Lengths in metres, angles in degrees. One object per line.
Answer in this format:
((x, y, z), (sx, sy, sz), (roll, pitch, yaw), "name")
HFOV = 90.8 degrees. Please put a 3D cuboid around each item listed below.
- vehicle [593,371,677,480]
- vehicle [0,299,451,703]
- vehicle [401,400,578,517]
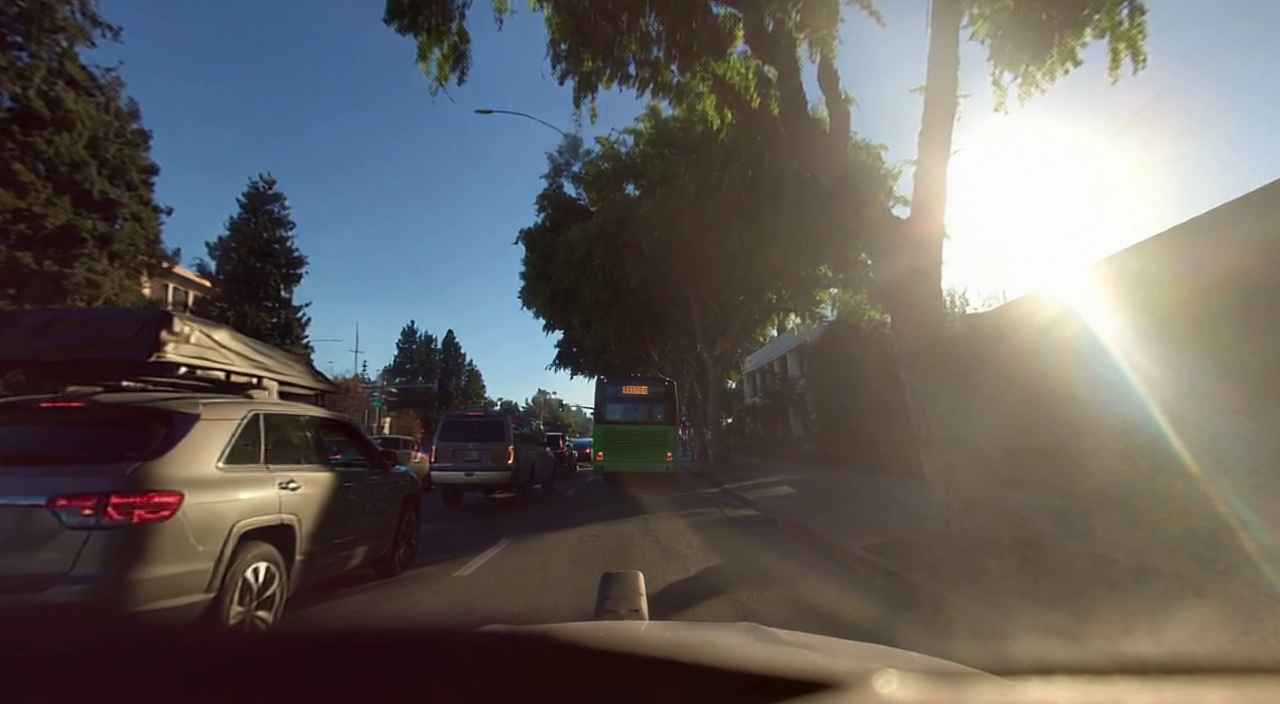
((-0.220, 3.507, 28.636), (2.970, 3.857, 12.200), (0, -9, 0), "vehicle")
((-3.378, 1.085, 5.116), (2.095, 1.892, 5.043), (0, -9, 0), "vehicle")
((-3.060, 2.405, 14.636), (2.546, 2.125, 5.869), (0, -9, 1), "vehicle")
